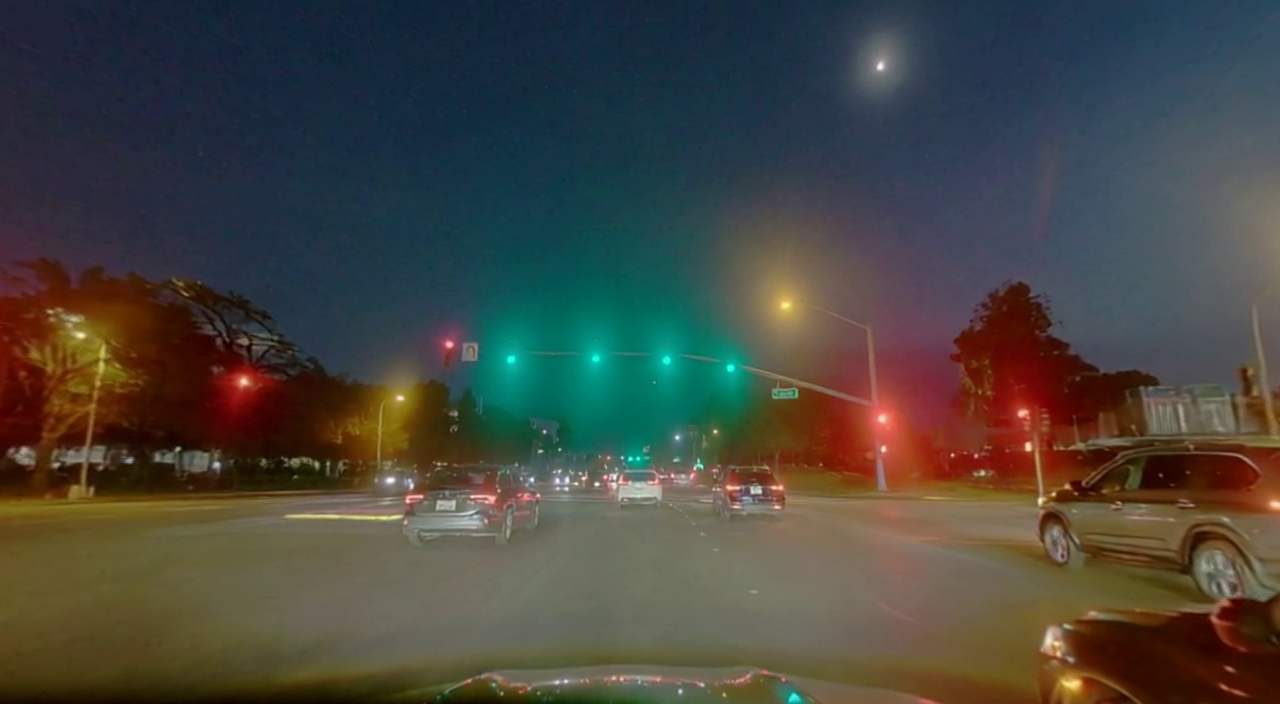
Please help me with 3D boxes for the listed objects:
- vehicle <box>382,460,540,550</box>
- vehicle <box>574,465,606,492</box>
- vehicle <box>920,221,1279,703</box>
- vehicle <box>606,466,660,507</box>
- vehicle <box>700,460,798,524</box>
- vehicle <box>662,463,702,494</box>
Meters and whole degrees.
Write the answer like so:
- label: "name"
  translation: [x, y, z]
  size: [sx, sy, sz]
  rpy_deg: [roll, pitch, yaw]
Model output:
- label: "vehicle"
  translation: [-3.542, 3.118, 13.532]
  size: [2.045, 1.463, 4.490]
  rpy_deg: [0, -8, 0]
- label: "vehicle"
  translation: [-3.691, 9.476, 47.540]
  size: [2.033, 1.714, 4.278]
  rpy_deg: [0, -8, 0]
- label: "vehicle"
  translation: [2.735, 0.497, 0.974]
  size: [2.153, 1.853, 5.235]
  rpy_deg: [0, -8, 0]
- label: "vehicle"
  translation: [-0.304, 5.634, 26.785]
  size: [2.098, 1.461, 3.958]
  rpy_deg: [0, -8, -1]
- label: "vehicle"
  translation: [3.188, 4.206, 19.574]
  size: [1.996, 1.566, 4.917]
  rpy_deg: [0, -8, -2]
- label: "vehicle"
  translation: [2.647, 8.119, 40.805]
  size: [2.138, 1.778, 4.422]
  rpy_deg: [0, -8, -2]
